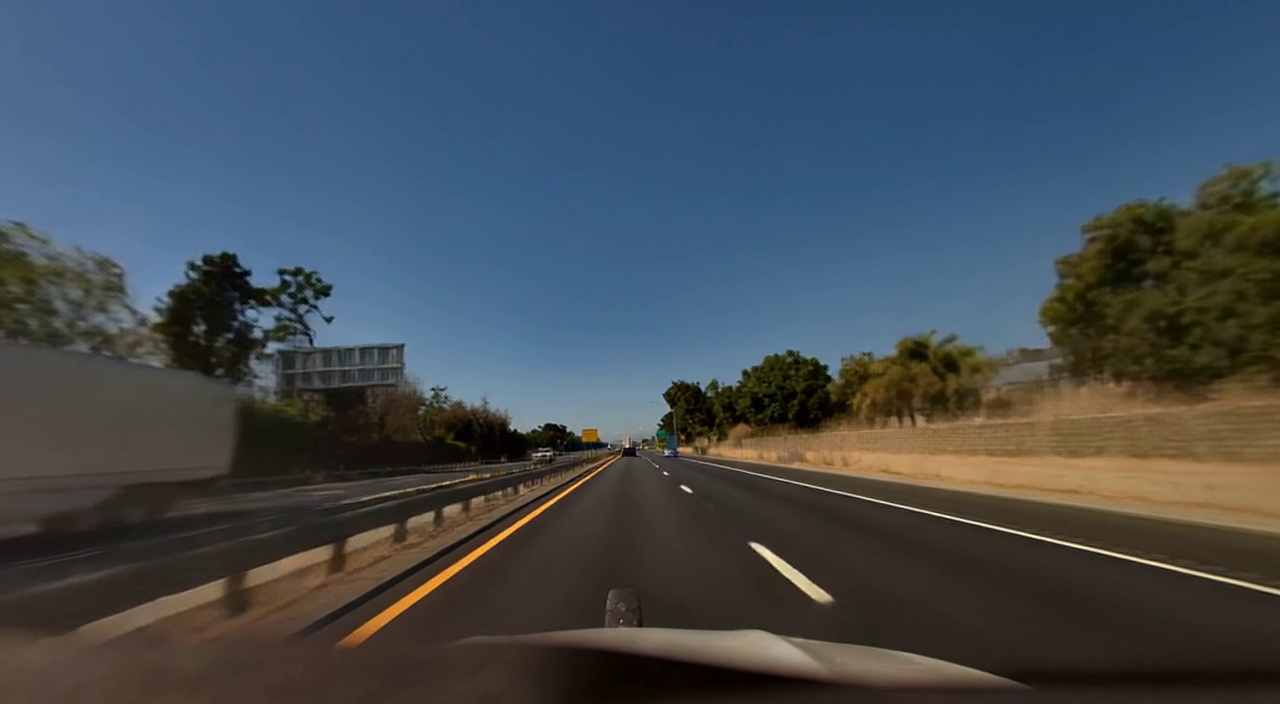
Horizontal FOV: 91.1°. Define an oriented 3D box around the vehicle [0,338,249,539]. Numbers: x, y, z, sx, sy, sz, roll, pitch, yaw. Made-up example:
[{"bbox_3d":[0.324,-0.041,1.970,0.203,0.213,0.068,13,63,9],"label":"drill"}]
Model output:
[{"bbox_3d":[-14.379,2.348,16.529,2.857,4.032,8.182,0,-9,-1],"label":"vehicle"}]
